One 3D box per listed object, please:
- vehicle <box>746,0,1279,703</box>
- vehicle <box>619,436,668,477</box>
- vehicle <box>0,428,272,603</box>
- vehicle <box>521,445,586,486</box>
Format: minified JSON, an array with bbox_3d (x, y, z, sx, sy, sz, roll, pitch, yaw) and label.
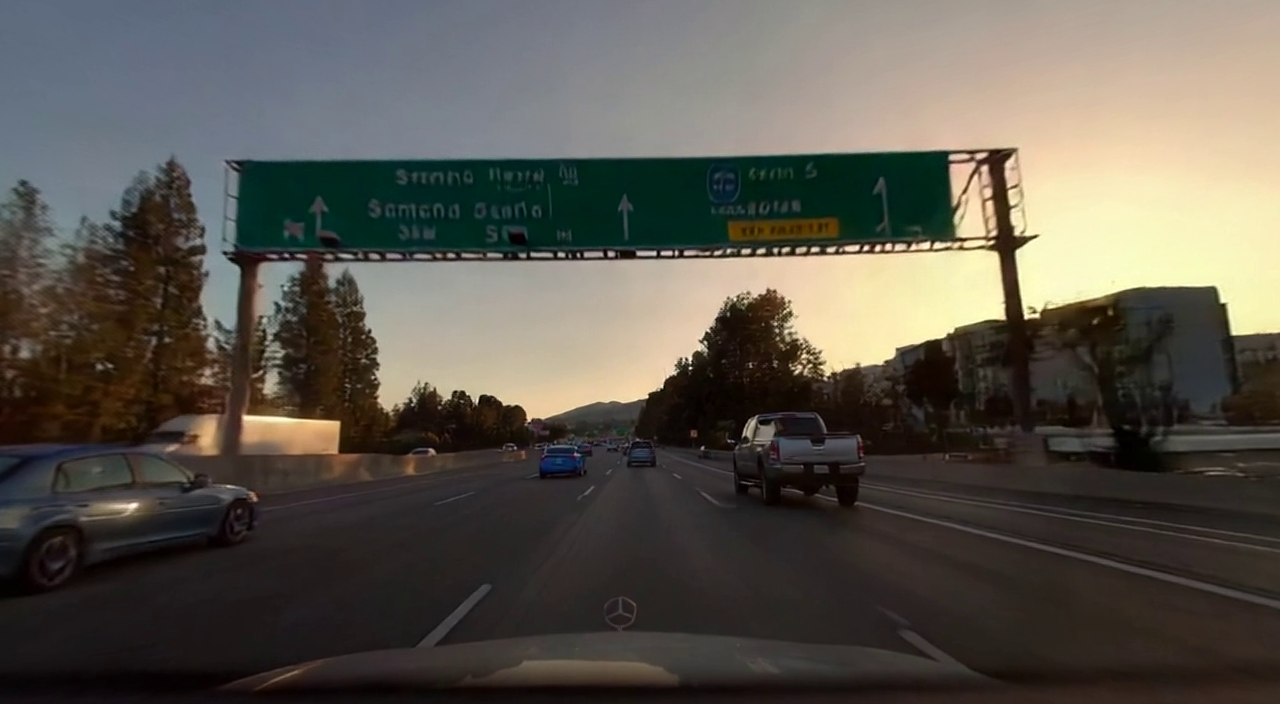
[{"bbox_3d":[3.793,0.232,6.506,2.876,4.086,15.117,0,-9,0],"label":"vehicle"},{"bbox_3d":[0.134,5.042,30.571,2.203,1.805,4.358,0,-9,-1],"label":"vehicle"},{"bbox_3d":[-6.448,1.632,6.945,2.053,1.464,4.600,0,-9,0],"label":"vehicle"},{"bbox_3d":[-3.197,4.282,24.176,1.864,1.406,4.544,0,-9,0],"label":"vehicle"}]
